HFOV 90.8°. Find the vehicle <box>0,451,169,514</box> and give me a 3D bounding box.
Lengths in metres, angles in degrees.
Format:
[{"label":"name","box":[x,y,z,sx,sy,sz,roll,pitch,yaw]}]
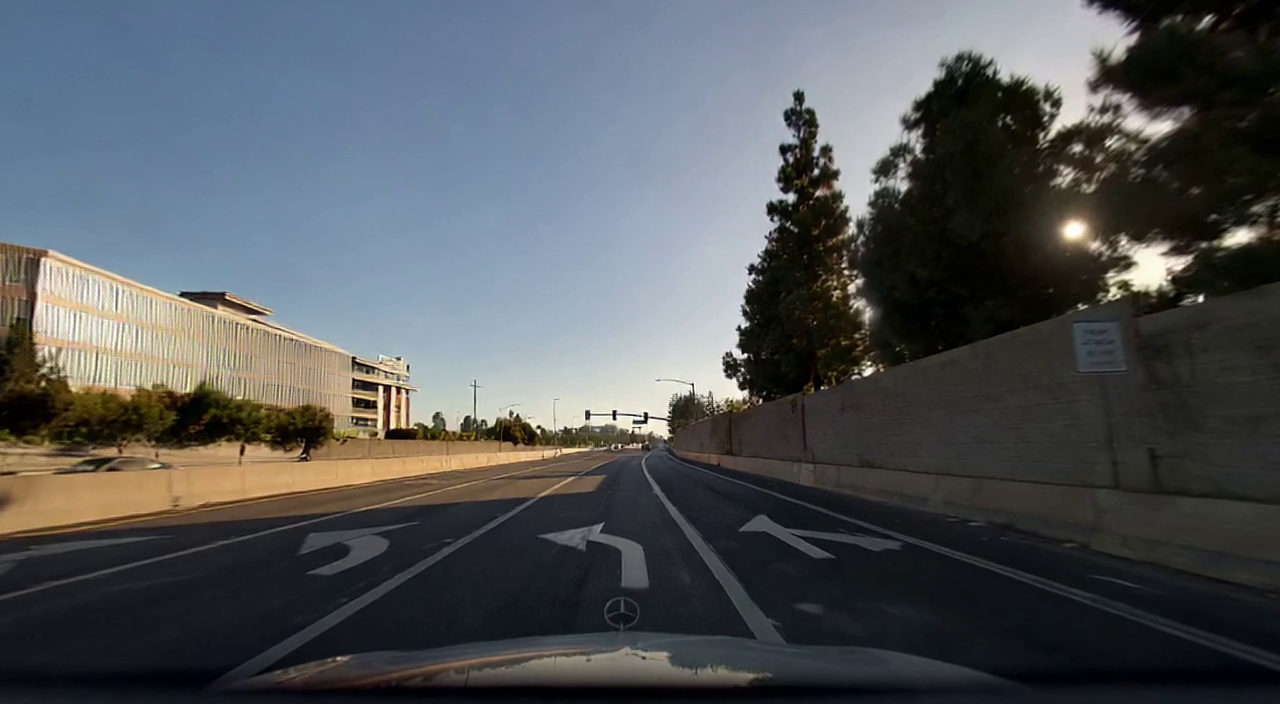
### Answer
[{"label":"vehicle","box":[-15.907,3.545,17.670,2.072,1.479,4.357,0,-9,0]}]
